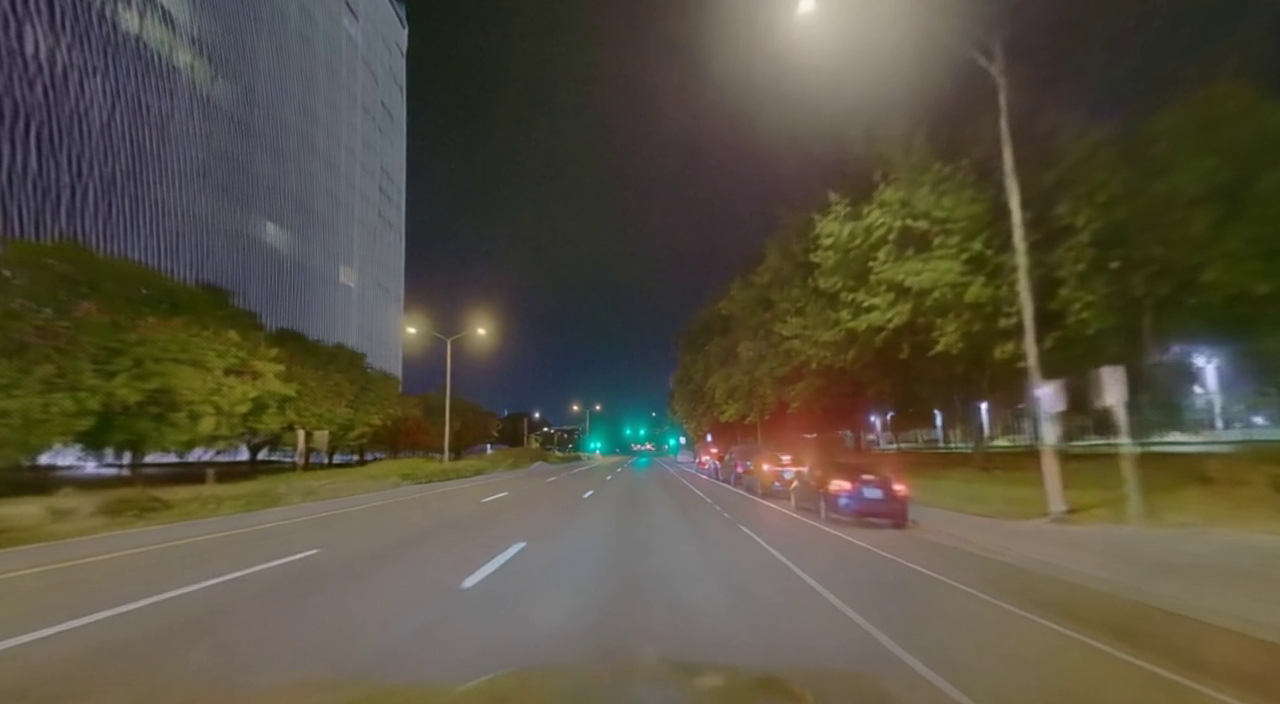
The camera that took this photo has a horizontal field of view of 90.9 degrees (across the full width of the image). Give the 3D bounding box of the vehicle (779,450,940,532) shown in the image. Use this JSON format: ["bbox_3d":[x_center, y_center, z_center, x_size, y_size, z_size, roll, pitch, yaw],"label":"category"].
[{"bbox_3d":[4.362,2.794,13.310,1.872,1.420,4.201,0,-9,0],"label":"vehicle"}]

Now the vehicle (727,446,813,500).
[{"bbox_3d":[4.156,3.923,20.946,1.974,1.534,4.610,0,-9,2],"label":"vehicle"}]
